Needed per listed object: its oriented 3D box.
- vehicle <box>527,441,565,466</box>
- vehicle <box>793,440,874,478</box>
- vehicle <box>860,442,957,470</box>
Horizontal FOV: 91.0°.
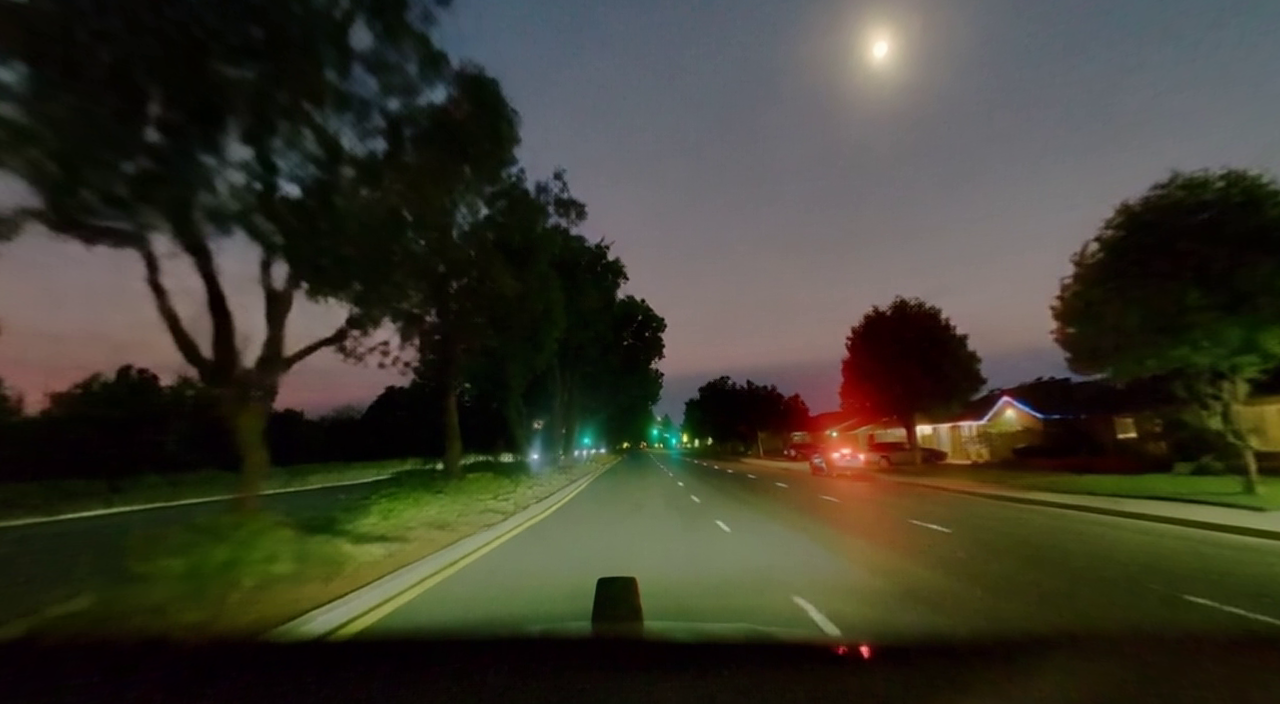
[{"bbox_3d":[-7.228,7.805,48.715,2.019,1.819,4.897,0,-8,2],"label":"vehicle"},{"bbox_3d":[8.332,4.647,27.549,1.940,1.516,4.319,0,-8,-3],"label":"vehicle"},{"bbox_3d":[15.334,5.935,36.139,4.644,1.542,2.095,0,-8,1],"label":"vehicle"}]
